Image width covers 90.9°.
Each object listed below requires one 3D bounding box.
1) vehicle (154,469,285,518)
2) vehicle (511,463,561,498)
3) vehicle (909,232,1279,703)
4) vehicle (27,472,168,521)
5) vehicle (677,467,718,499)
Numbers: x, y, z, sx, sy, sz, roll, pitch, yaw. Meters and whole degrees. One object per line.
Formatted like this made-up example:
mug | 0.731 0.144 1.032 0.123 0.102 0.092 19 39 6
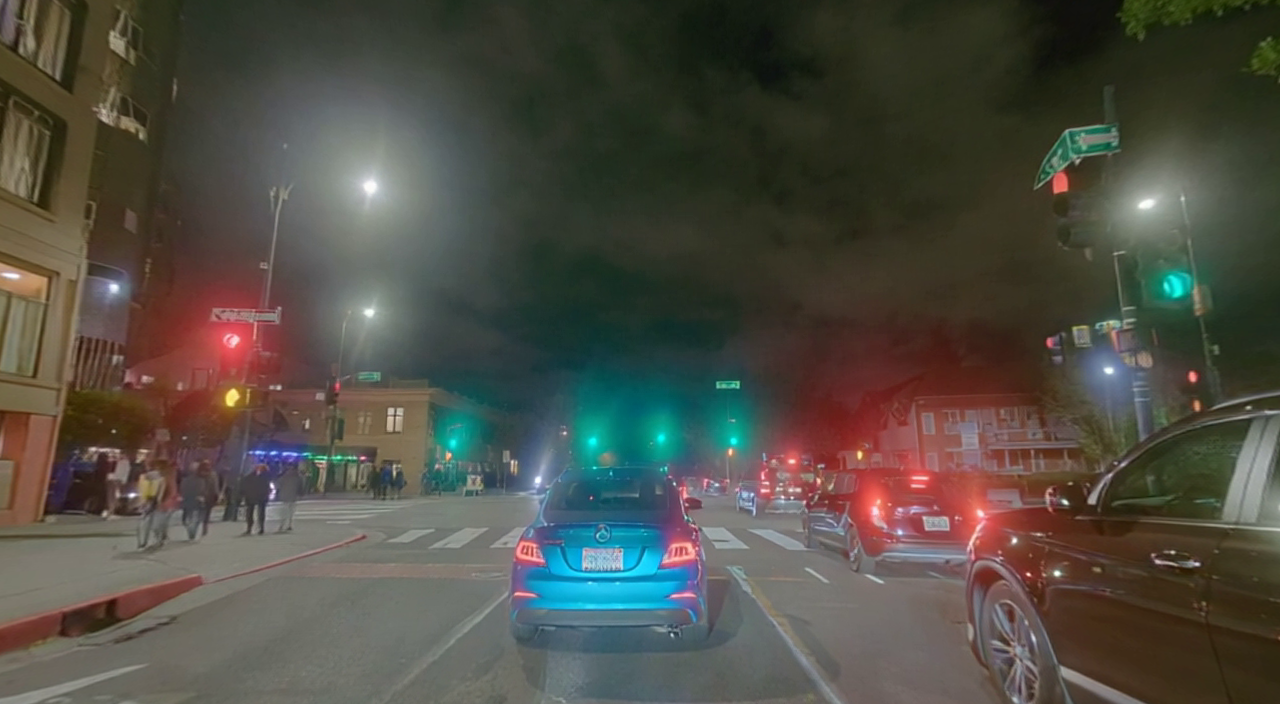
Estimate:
vehicle | -19.774 6.651 29.751 4.750 2.083 2.002 -1 -9 3
vehicle | -6.345 7.875 39.009 2.226 1.896 4.438 -1 -9 1
vehicle | 3.211 0.549 1.259 2.632 1.979 6.096 0 -9 0
vehicle | -25.483 6.772 29.737 4.588 2.048 2.110 0 -9 1
vehicle | 3.472 8.026 38.856 1.908 1.741 4.066 0 -9 -3
